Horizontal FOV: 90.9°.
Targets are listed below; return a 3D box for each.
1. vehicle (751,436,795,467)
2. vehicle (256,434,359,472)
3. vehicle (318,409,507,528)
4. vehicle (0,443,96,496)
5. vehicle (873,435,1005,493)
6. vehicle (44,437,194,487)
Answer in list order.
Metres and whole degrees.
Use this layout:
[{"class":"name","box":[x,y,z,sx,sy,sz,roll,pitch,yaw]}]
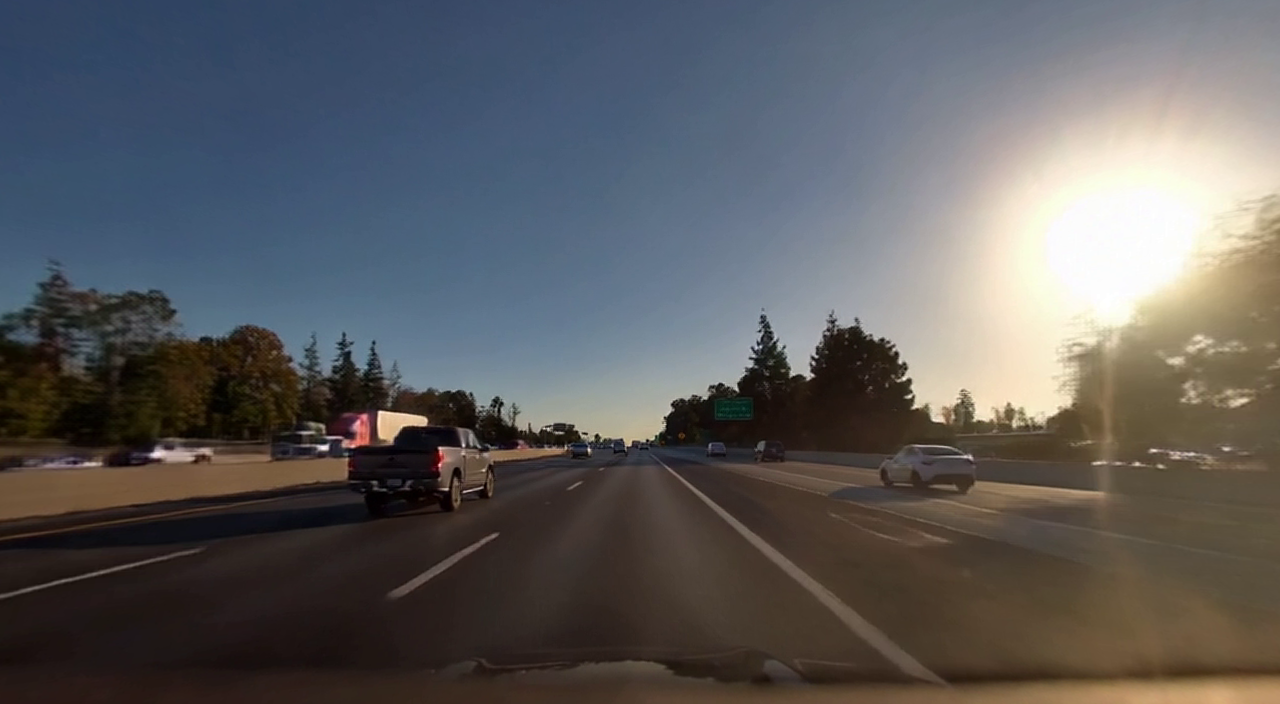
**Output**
[{"class":"vehicle","box":[9.467,7.097,45.242,2.061,2.115,4.635,0,-8,-1]},{"class":"vehicle","box":[-20.892,6.369,40.158,2.736,2.171,6.889,0,-8,1]},{"class":"vehicle","box":[-4.208,2.246,12.717,1.994,1.911,4.819,0,-8,0]},{"class":"vehicle","box":[-24.951,4.638,25.189,1.871,1.987,4.982,0,-8,0]},{"class":"vehicle","box":[9.278,3.492,20.047,1.971,1.638,4.295,0,-8,-1]},{"class":"vehicle","box":[-21.142,4.454,25.952,1.989,1.822,4.801,0,-8,1]}]
